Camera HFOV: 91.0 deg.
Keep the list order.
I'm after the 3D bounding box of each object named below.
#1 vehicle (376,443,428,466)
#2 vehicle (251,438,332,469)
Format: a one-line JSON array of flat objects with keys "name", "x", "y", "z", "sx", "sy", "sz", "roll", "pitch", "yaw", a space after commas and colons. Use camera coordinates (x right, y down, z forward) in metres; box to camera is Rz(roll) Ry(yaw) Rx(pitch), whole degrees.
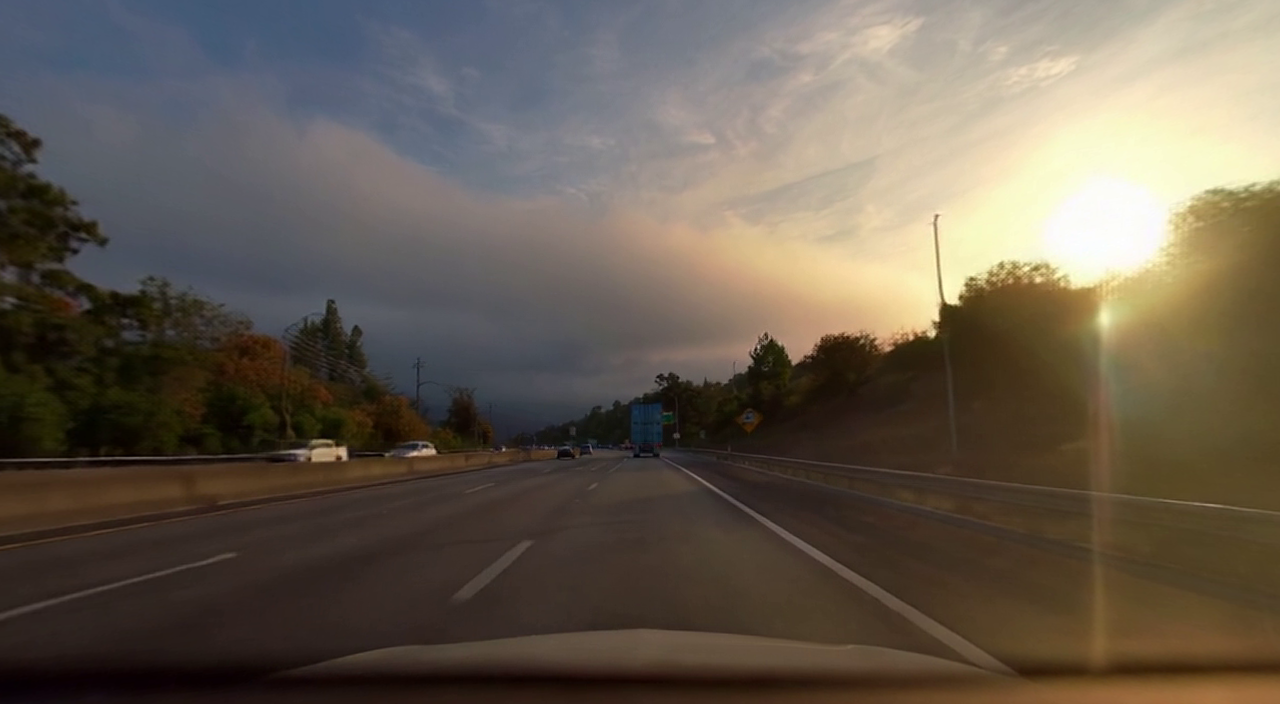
[{"name": "vehicle", "x": -16.833, "y": 7.256, "z": 44.776, "sx": 1.878, "sy": 1.537, "sz": 4.489, "roll": 0, "pitch": -8, "yaw": 0}, {"name": "vehicle", "x": -20.604, "y": 6.020, "z": 37.503, "sx": 1.974, "sy": 1.668, "sz": 4.917, "roll": 0, "pitch": -8, "yaw": 1}]
